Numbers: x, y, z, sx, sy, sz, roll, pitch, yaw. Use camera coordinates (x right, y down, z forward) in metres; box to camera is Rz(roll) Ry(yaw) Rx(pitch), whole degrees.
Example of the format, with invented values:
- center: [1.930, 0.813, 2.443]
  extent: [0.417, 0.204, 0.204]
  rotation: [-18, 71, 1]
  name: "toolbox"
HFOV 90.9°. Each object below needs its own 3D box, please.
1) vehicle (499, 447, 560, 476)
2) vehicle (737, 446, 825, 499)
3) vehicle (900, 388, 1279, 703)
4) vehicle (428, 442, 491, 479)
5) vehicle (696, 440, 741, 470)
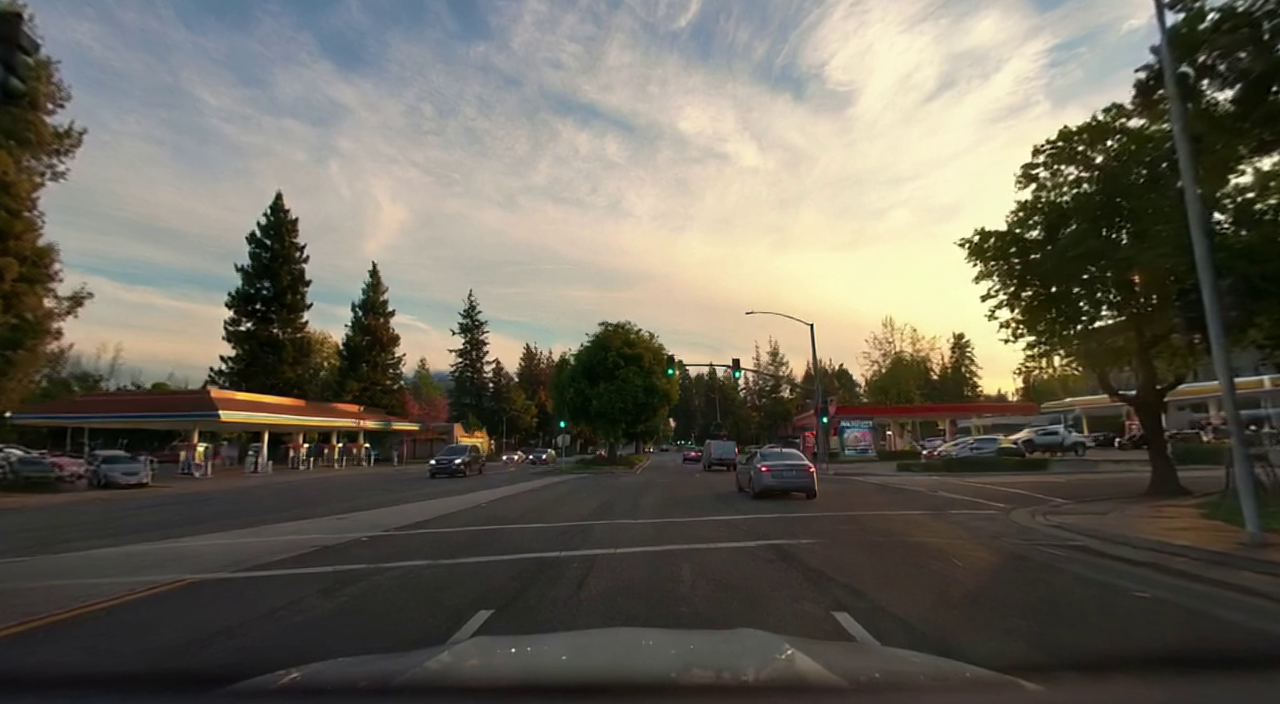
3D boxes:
- center: [-6.991, 6.997, 40.551]
  extent: [2.842, 1.476, 4.980]
  rotation: [-3, -7, 2]
  name: "vehicle"
- center: [4.264, 3.698, 19.763]
  extent: [1.871, 1.442, 4.122]
  rotation: [0, -9, 1]
  name: "vehicle"
- center: [3.799, 1.256, 4.482]
  extent: [1.875, 1.665, 4.931]
  rotation: [0, -9, 1]
  name: "vehicle"
- center: [-10.218, 6.200, 36.019]
  extent: [2.416, 1.903, 4.339]
  rotation: [-1, -10, -2]
  name: "vehicle"
- center: [5.447, 7.273, 44.674]
  extent: [2.611, 1.983, 5.165]
  rotation: [0, -9, 1]
  name: "vehicle"
